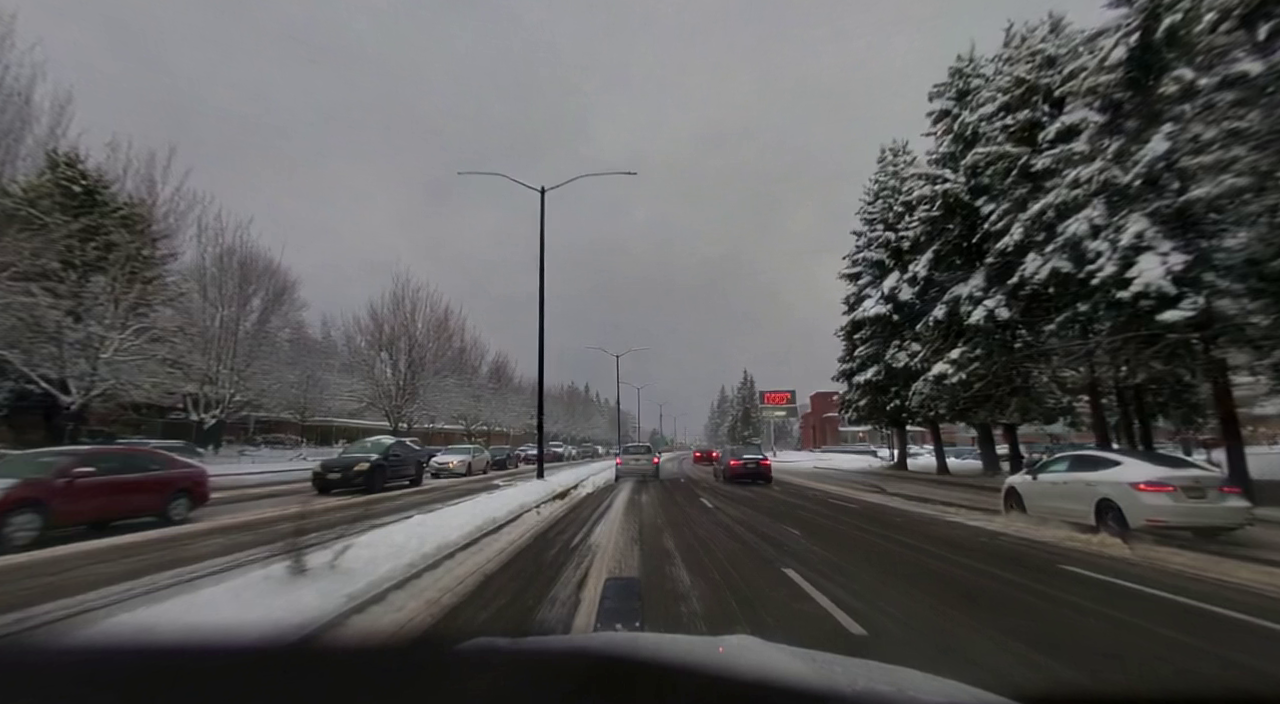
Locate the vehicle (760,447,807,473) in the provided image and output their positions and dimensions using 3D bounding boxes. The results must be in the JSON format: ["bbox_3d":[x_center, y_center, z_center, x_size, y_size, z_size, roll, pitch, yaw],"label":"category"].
[{"bbox_3d":[8.775,6.653,39.070,1.860,1.475,4.488,0,-9,0],"label":"vehicle"}]

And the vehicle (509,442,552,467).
[{"bbox_3d":[-8.213,7.725,47.788,2.183,1.706,4.862,0,-9,2],"label":"vehicle"}]

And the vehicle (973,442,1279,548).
[{"bbox_3d":[8.110,2.347,11.170,1.909,1.456,4.569,0,-9,0],"label":"vehicle"}]

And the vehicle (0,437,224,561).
[{"bbox_3d":[-8.658,2.018,9.094,1.974,1.476,4.983,-2,-8,0],"label":"vehicle"}]

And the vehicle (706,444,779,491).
[{"bbox_3d":[3.520,4.012,22.341,1.852,1.498,3.825,0,-9,-1],"label":"vehicle"}]

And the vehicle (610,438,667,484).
[{"bbox_3d":[-0.030,4.386,25.595,2.101,1.694,3.979,0,-9,1],"label":"vehicle"}]

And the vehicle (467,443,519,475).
[{"bbox_3d":[-8.515,6.215,36.925,1.953,1.647,4.401,-2,-8,1],"label":"vehicle"}]

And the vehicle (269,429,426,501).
[{"bbox_3d":[-8.511,3.367,19.078,2.362,1.825,4.988,-2,-9,0],"label":"vehicle"}]

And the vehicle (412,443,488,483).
[{"bbox_3d":[-8.358,4.891,28.155,2.076,1.595,4.110,-1,-8,1],"label":"vehicle"}]
